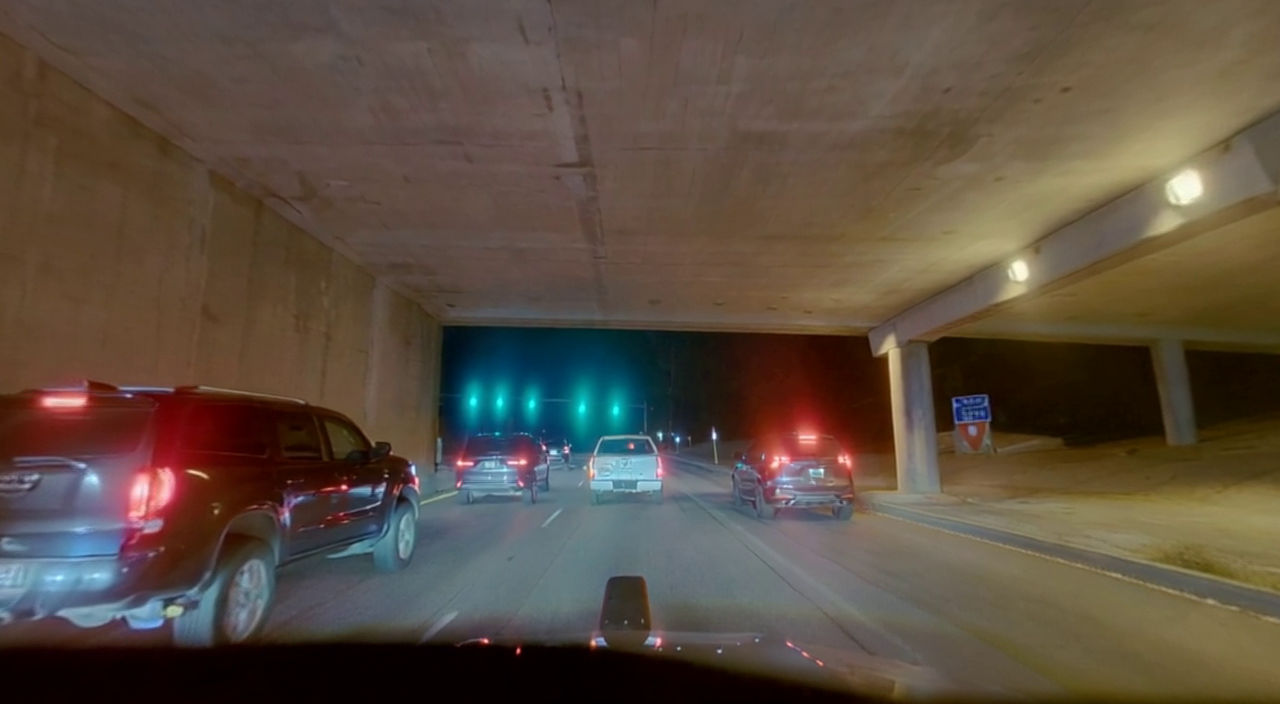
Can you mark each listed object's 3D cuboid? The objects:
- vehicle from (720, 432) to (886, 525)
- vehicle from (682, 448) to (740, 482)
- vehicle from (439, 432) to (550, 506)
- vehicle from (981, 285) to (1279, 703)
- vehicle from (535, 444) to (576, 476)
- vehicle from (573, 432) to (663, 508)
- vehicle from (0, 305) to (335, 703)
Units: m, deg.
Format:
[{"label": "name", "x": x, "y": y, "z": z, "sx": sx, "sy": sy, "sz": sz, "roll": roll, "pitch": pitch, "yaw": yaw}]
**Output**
[{"label": "vehicle", "x": 3.396, "y": 2.767, "z": 14.518, "sx": 2.234, "sy": 1.720, "sz": 5.378, "roll": 0, "pitch": -8, "yaw": -2}, {"label": "vehicle", "x": 3.239, "y": 5.209, "z": 29.442, "sx": 2.026, "sy": 1.457, "sz": 3.969, "roll": 1, "pitch": -9, "yaw": -3}, {"label": "vehicle", "x": -3.737, "y": 3.084, "z": 17.026, "sx": 2.127, "sy": 1.720, "sz": 4.064, "roll": 0, "pitch": -8, "yaw": -2}, {"label": "vehicle", "x": 3.721, "y": 0.686, "z": 2.173, "sx": 2.401, "sy": 1.968, "sz": 4.841, "roll": 0, "pitch": -8, "yaw": 1}, {"label": "vehicle", "x": -4.443, "y": 5.738, "z": 33.719, "sx": 1.829, "sy": 1.614, "sz": 3.611, "roll": 0, "pitch": -8, "yaw": -2}, {"label": "vehicle", "x": -0.560, "y": 3.047, "z": 16.713, "sx": 2.097, "sy": 1.748, "sz": 3.794, "roll": 0, "pitch": -8, "yaw": -2}, {"label": "vehicle", "x": -3.489, "y": 0.779, "z": 2.695, "sx": 2.074, "sy": 1.814, "sz": 4.596, "roll": 0, "pitch": -8, "yaw": -1}]
